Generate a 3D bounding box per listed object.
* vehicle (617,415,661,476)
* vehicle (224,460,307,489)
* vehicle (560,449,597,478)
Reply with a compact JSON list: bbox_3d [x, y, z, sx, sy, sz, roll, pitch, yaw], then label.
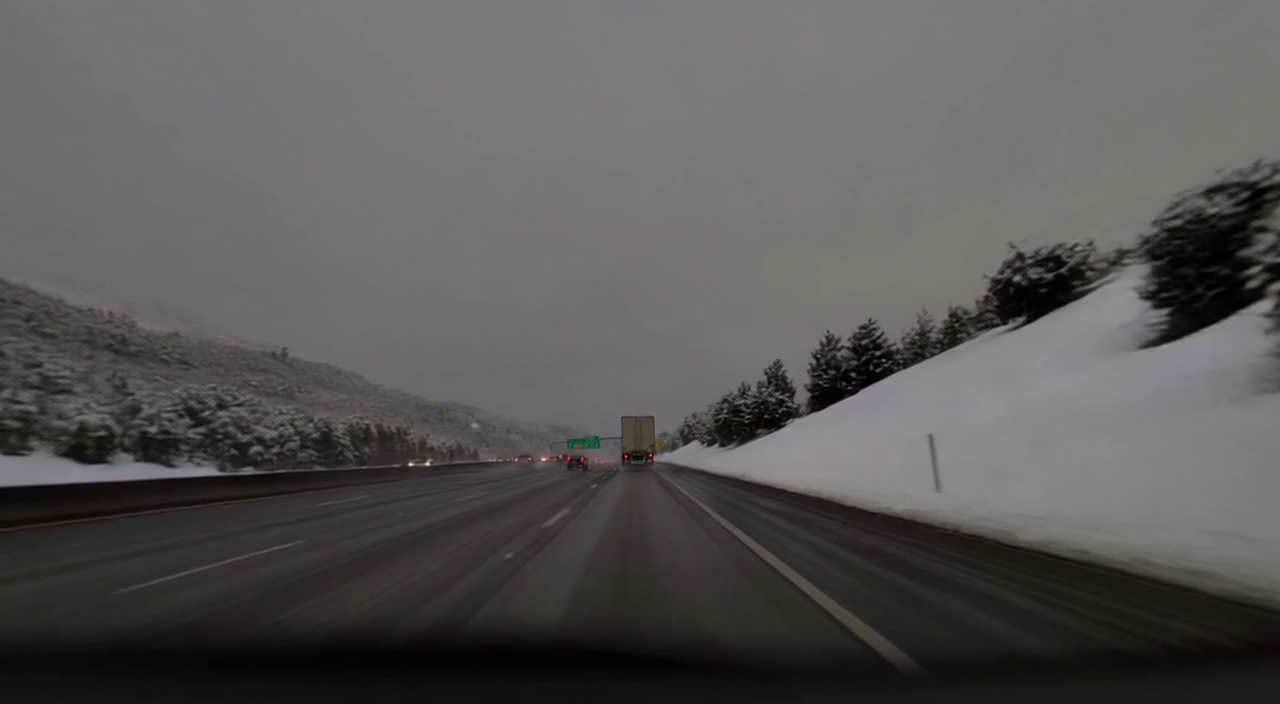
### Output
[{"bbox_3d":[-0.010,7.432,49.742,3.039,4.131,11.822,-1,-9,1],"label":"vehicle"},{"bbox_3d":[-21.917,7.173,37.097,1.943,1.506,4.682,-1,-9,1],"label":"vehicle"},{"bbox_3d":[-4.064,7.390,42.044,2.053,1.746,4.508,-1,-9,0],"label":"vehicle"}]
